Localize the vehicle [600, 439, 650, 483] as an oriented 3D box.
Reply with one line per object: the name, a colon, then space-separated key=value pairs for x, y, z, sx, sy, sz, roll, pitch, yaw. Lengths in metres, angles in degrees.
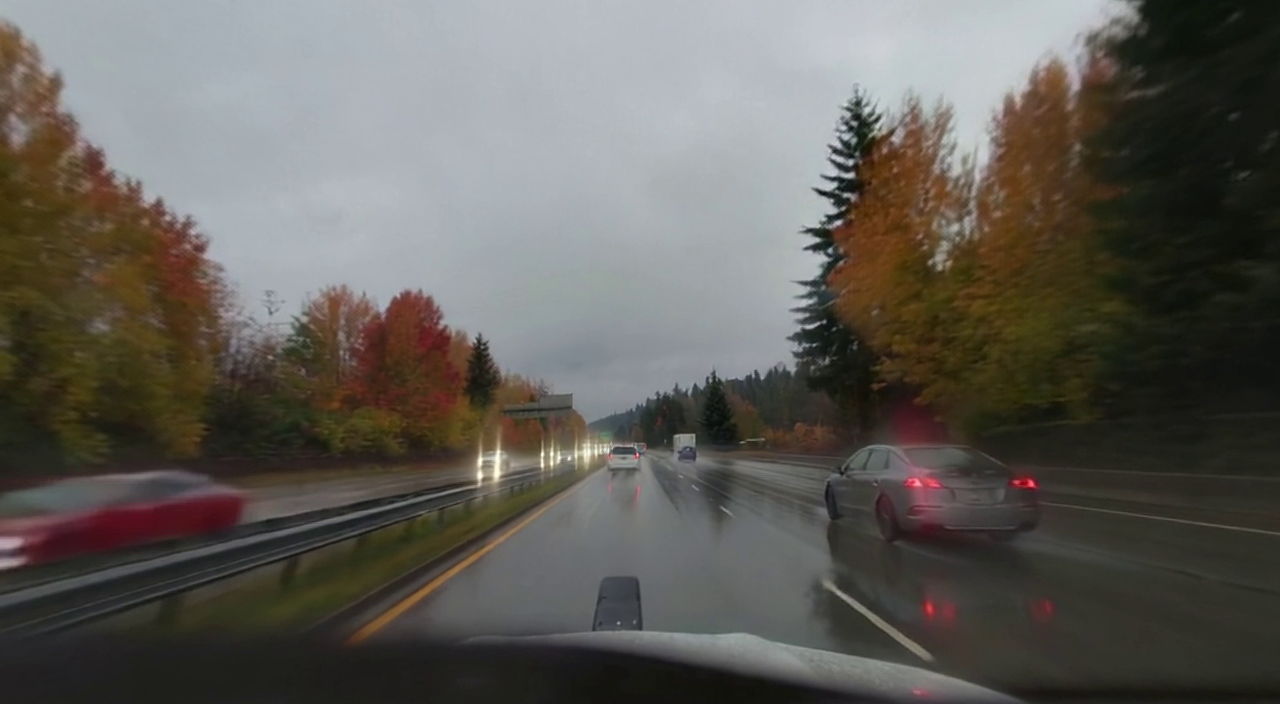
vehicle: x=-0.597 y=4.579 z=26.539 sx=1.937 sy=1.699 sz=3.936 roll=0 pitch=-9 yaw=0

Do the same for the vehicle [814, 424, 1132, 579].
vehicle: x=3.940 y=1.820 z=8.479 sx=1.843 sy=1.505 sz=4.339 roll=0 pitch=-9 yaw=-1

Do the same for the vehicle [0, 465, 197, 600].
vehicle: x=-8.700 y=2.436 z=8.859 sx=1.801 sy=1.528 sz=4.211 roll=0 pitch=-9 yaw=0
